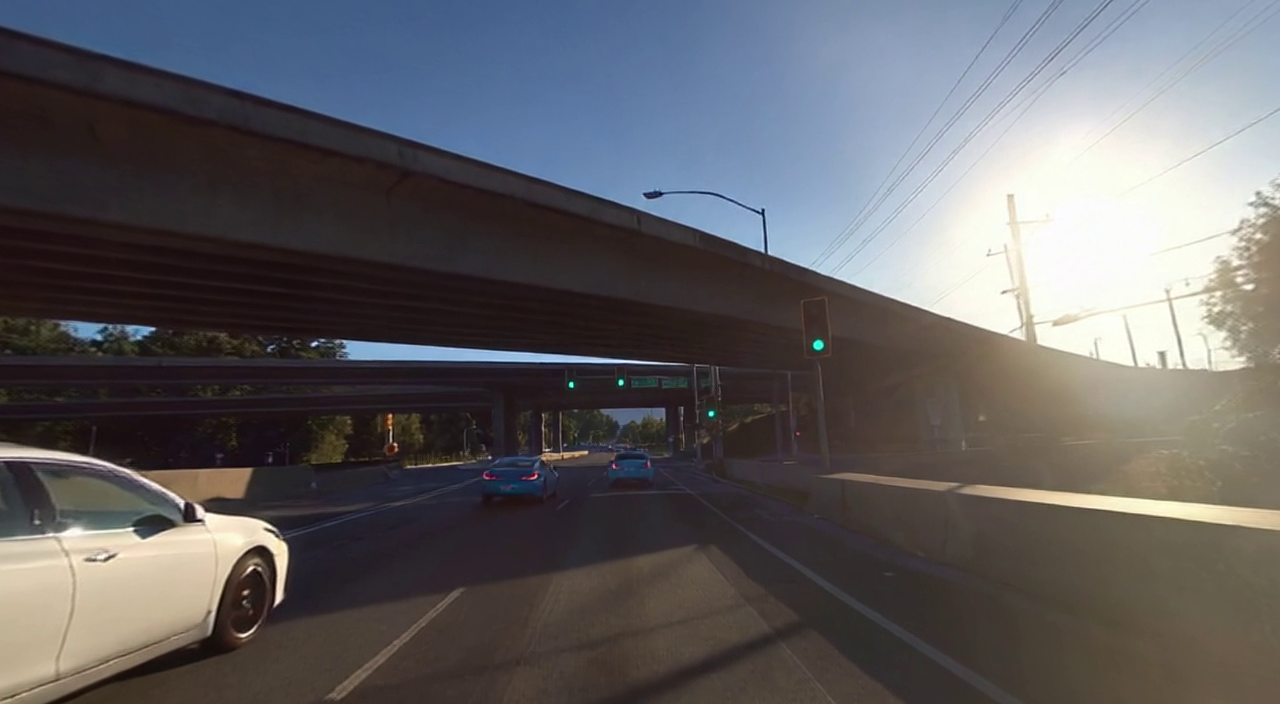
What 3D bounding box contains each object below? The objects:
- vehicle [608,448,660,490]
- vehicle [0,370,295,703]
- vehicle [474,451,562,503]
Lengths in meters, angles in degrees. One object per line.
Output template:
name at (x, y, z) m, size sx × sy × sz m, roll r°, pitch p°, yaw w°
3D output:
vehicle at (-0.241, 4.811, 26.257) m, size 1.985 × 1.565 × 3.968 m, roll 0°, pitch -9°, yaw -1°
vehicle at (-3.515, 0.904, 2.437) m, size 1.925 × 1.666 × 4.271 m, roll 0°, pitch -9°, yaw 0°
vehicle at (-3.756, 3.906, 20.213) m, size 1.946 × 1.437 × 4.154 m, roll 0°, pitch -9°, yaw 0°
